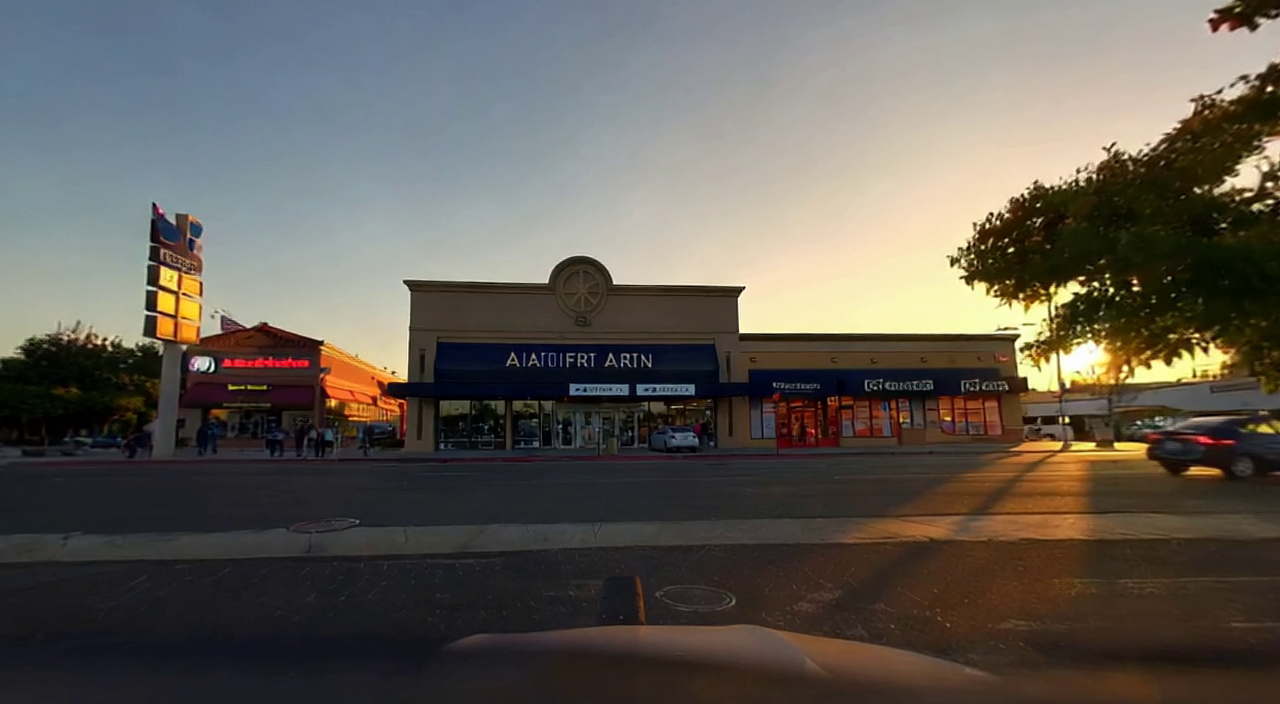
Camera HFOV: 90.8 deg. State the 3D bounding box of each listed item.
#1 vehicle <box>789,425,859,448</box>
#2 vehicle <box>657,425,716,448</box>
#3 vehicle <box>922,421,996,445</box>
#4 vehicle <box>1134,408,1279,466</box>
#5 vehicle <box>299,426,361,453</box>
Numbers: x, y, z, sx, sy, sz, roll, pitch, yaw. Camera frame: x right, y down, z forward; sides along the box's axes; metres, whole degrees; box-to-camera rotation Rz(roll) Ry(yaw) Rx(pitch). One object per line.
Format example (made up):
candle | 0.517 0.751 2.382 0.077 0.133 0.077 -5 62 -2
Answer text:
vehicle | 12.490 5.842 43.249 1.791 1.453 4.593 5 -10 -29
vehicle | 3.105 5.808 43.273 1.812 1.468 4.519 5 -10 -29
vehicle | 25.126 6.400 49.826 4.838 1.799 1.914 -7 -11 38
vehicle | 16.275 2.250 16.661 4.907 1.411 2.020 1 -8 -4
vehicle | -20.472 5.794 41.687 4.596 1.680 1.936 -7 -11 40
